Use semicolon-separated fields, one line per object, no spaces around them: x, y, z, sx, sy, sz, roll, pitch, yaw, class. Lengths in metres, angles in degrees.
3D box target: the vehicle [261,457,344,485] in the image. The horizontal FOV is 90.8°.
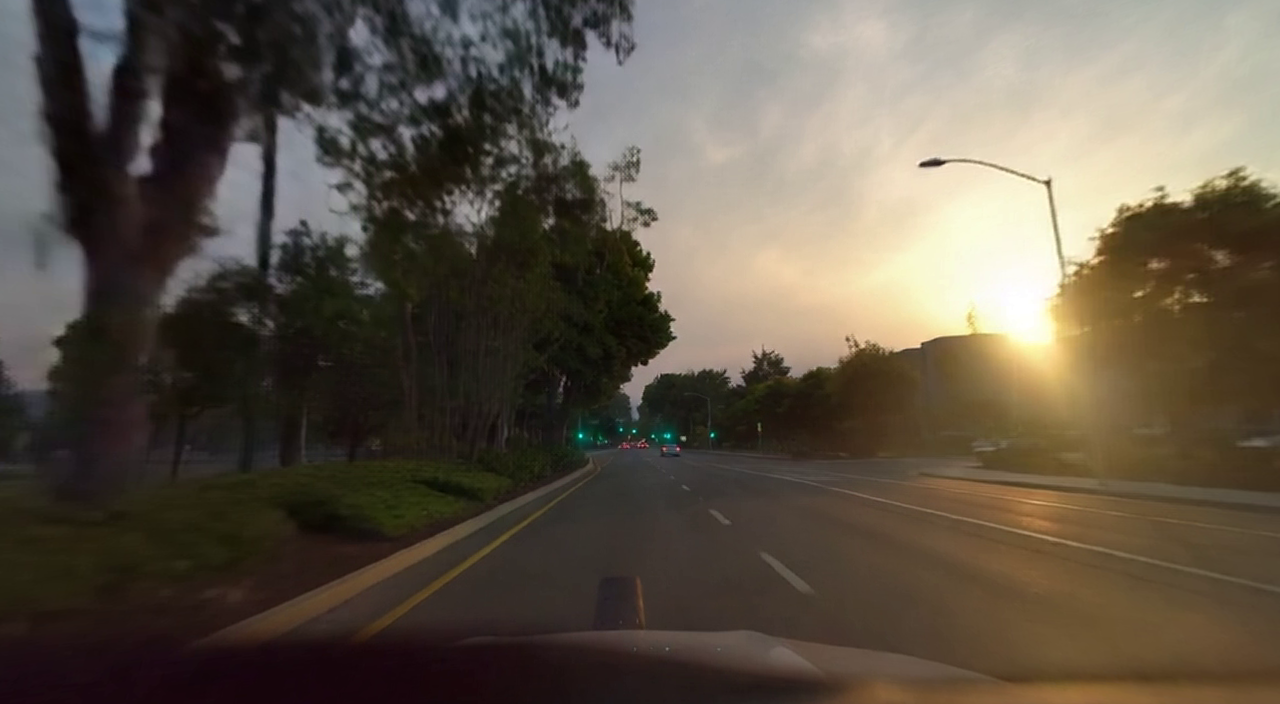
-18.997;6.729;35.821;2.637;1.401;3.741;1;-9;0;vehicle
